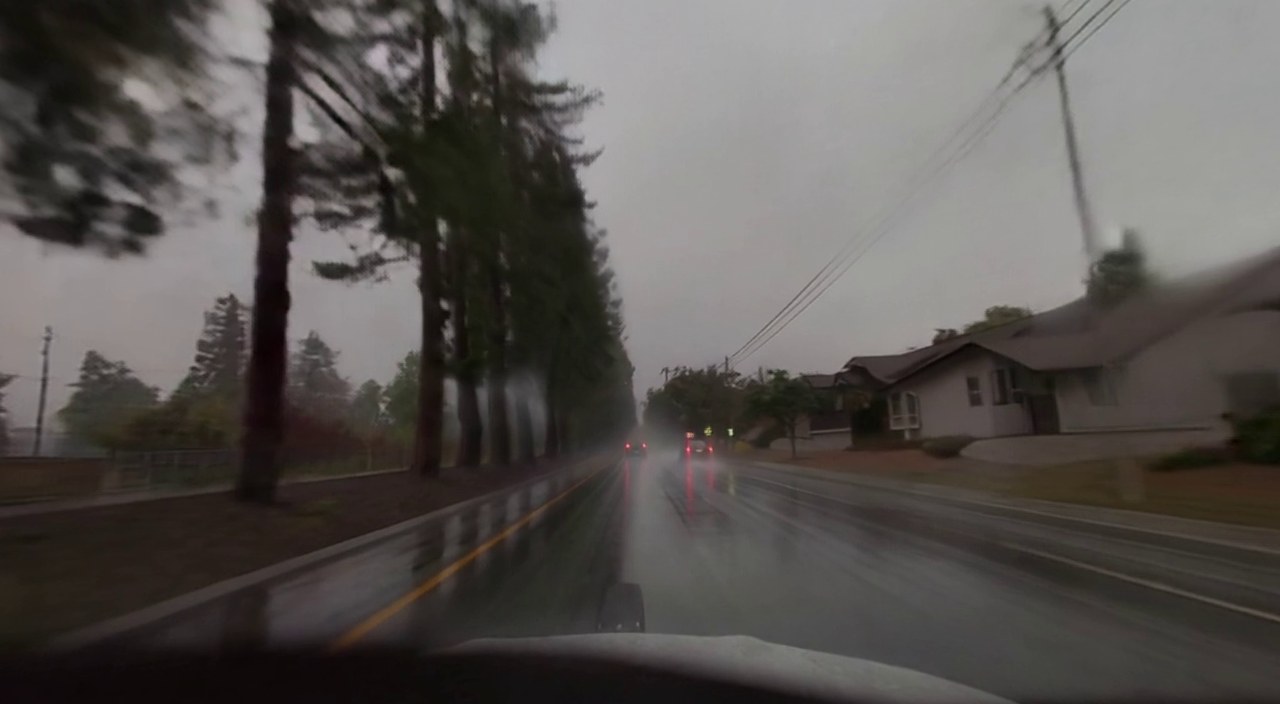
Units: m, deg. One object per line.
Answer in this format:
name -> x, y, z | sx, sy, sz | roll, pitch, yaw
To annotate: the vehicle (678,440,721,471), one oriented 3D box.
vehicle -> 3.259, 5.770, 35.492 | 1.888, 1.640, 4.044 | 0, -8, -2
